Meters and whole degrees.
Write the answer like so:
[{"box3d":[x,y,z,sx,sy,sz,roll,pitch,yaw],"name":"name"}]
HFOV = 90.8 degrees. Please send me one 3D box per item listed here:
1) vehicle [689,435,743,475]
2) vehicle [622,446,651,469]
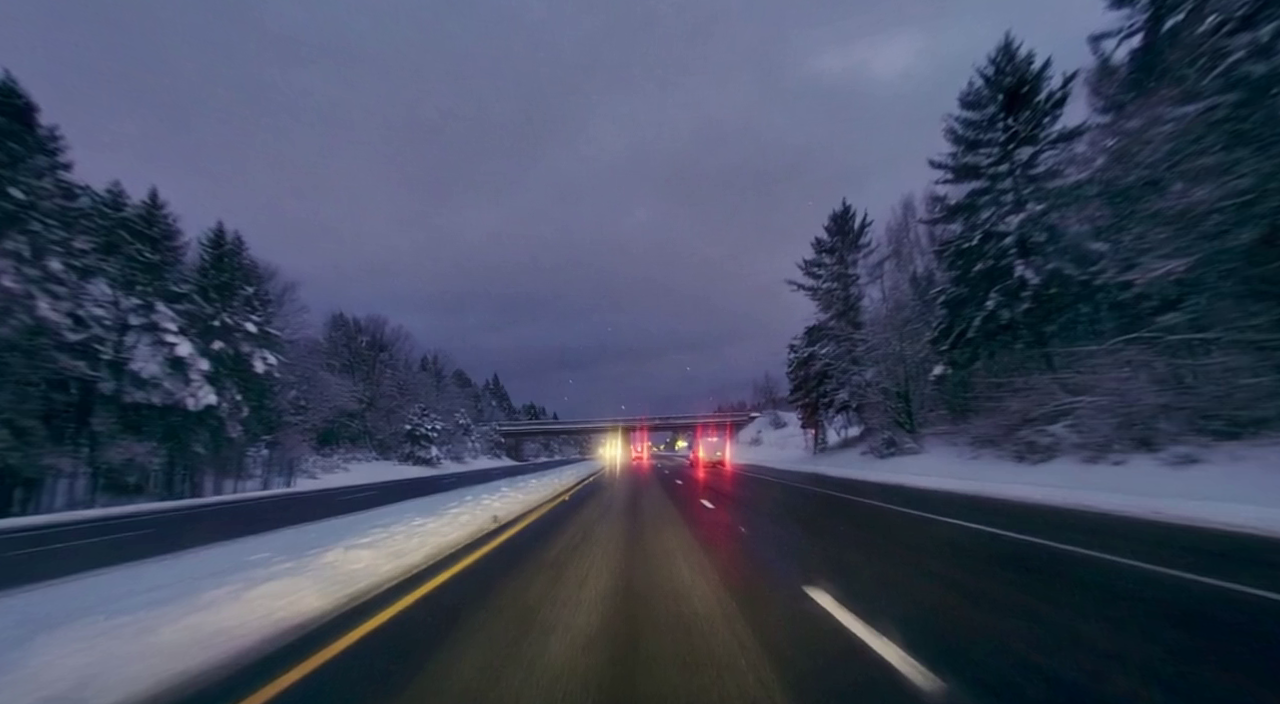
[{"box3d":[4.027,5.594,34.339,2.152,1.998,5.380,0,-9,-1],"name":"vehicle"},{"box3d":[-0.211,7.665,45.989,2.013,1.584,3.995,0,-9,0],"name":"vehicle"}]
